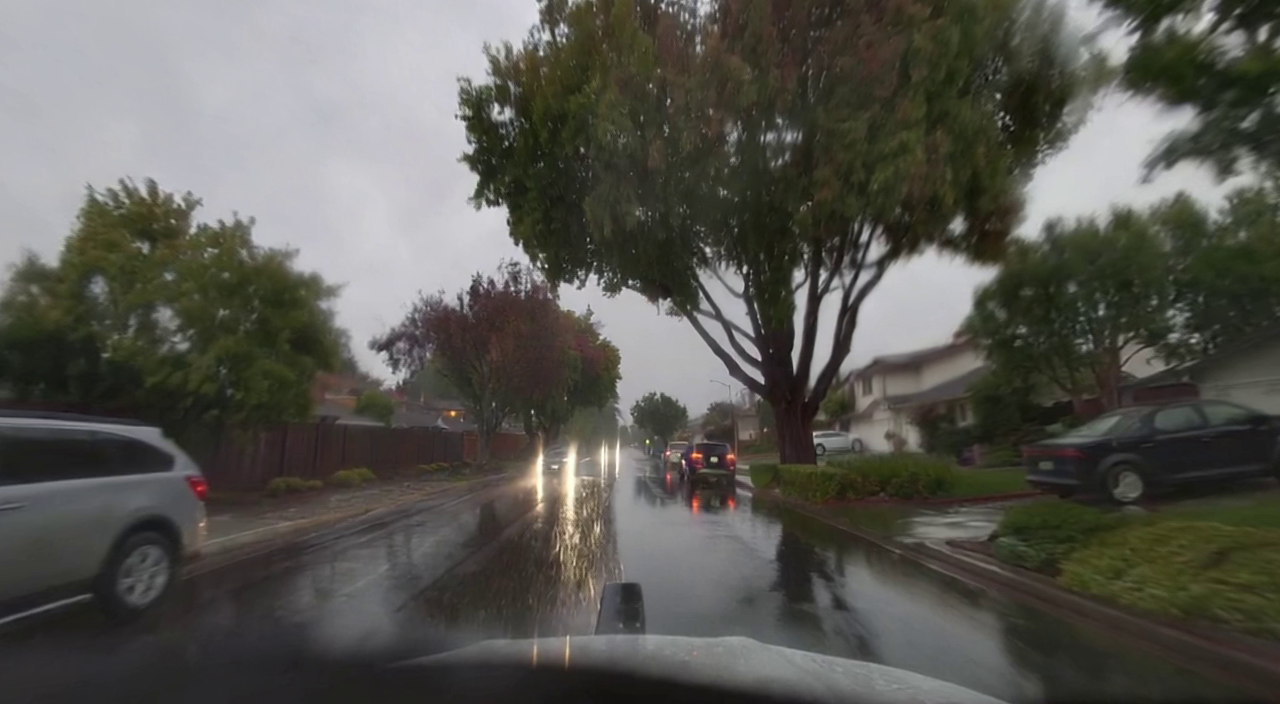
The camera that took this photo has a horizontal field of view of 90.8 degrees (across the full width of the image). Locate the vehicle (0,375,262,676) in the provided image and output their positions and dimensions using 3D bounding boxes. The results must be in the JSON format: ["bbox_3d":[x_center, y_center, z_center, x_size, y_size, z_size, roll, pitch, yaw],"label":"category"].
[{"bbox_3d":[-5.427,1.092,3.943,2.221,1.993,5.874,1,-9,3],"label":"vehicle"}]

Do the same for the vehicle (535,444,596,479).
[{"bbox_3d":[-3.415,5.151,29.956,2.104,1.497,4.781,0,-9,3],"label":"vehicle"}]

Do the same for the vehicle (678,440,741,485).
[{"bbox_3d":[2.756,4.512,26.120,2.079,1.651,4.783,0,-9,1],"label":"vehicle"}]

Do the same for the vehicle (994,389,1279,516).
[{"bbox_3d":[11.228,1.935,12.498,6.969,2.120,2.256,-2,-10,-1],"label":"vehicle"}]

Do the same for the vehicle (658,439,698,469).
[{"bbox_3d":[2.526,7.049,43.806,2.350,1.912,5.696,0,-9,-1],"label":"vehicle"}]

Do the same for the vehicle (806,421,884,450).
[{"bbox_3d":[13.007,5.302,40.372,4.310,1.805,2.289,-1,-7,6],"label":"vehicle"}]
